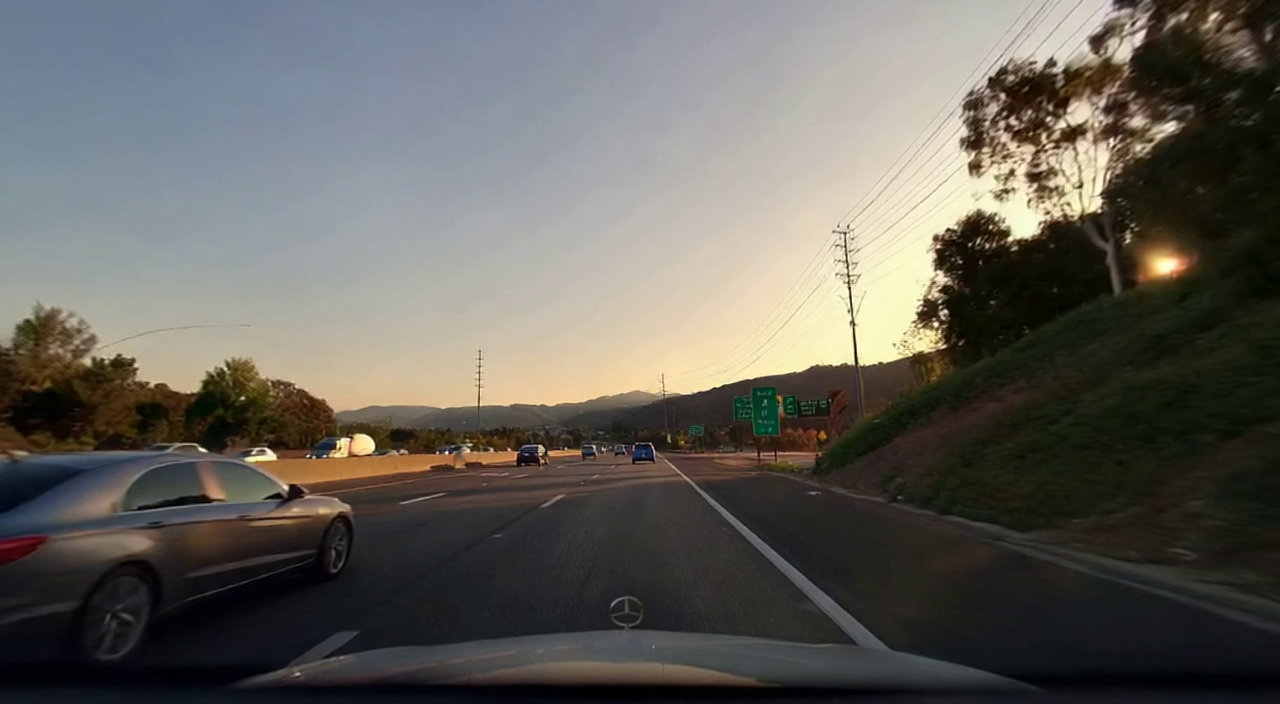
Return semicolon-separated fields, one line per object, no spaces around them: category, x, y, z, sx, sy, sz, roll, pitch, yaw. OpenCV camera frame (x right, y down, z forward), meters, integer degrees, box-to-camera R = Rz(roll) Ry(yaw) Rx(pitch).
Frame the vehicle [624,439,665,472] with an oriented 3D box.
vehicle;0.242;5.851;35.945;2.194;1.737;4.127;0;-8;-1

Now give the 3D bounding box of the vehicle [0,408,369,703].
vehicle;-3.545;1.135;3.461;1.967;1.517;4.808;0;-8;0

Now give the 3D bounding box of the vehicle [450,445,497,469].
vehicle;-11.126;7.033;42.494;1.938;1.480;4.329;0;-8;1

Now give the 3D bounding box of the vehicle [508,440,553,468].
vehicle;-7.224;6.778;42.101;2.091;1.775;4.601;0;-8;1
